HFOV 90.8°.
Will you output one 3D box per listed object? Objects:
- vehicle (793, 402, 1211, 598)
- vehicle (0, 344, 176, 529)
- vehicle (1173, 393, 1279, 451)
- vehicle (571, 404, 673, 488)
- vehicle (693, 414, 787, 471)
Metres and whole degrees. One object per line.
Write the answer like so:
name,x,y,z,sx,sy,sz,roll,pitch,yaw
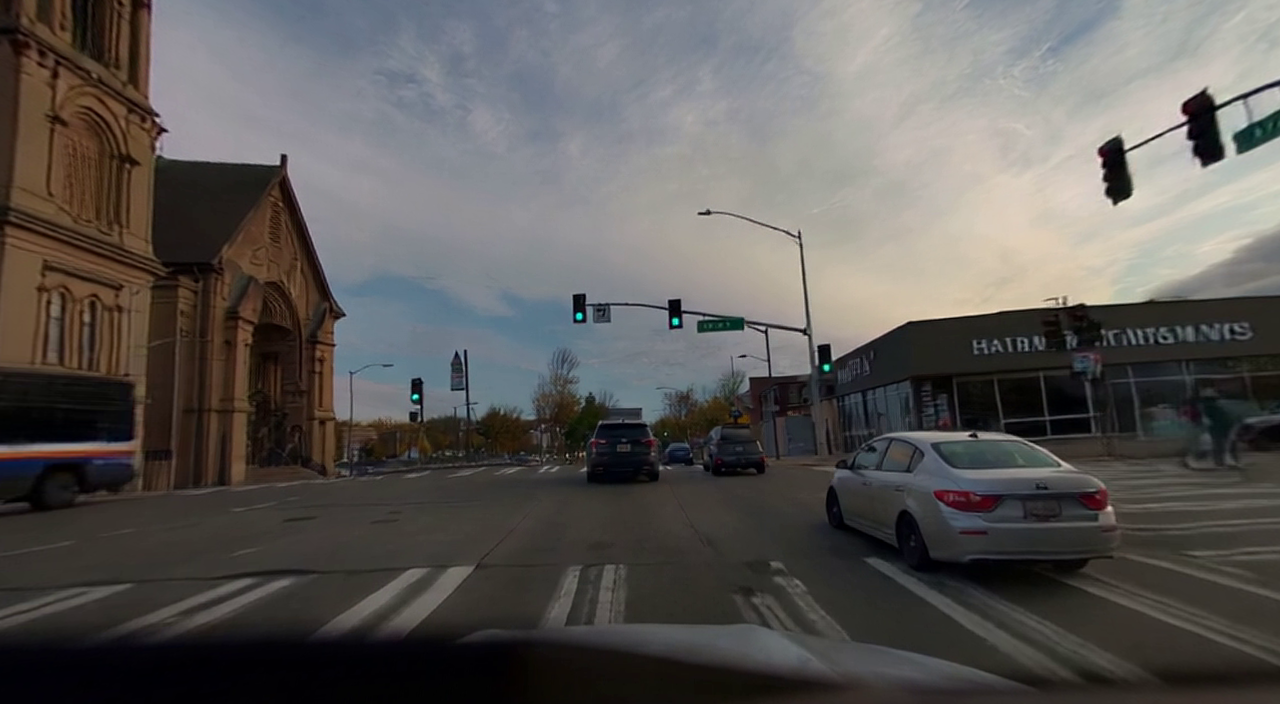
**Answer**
vehicle,3.322,1.451,7.099,1.883,1.472,4.471,0,-8,-3
vehicle,-14.756,1.786,13.389,3.126,3.773,8.662,0,-8,0
vehicle,17.429,1.929,17.103,4.391,1.484,1.763,0,-9,-2
vehicle,-0.494,2.305,15.550,2.168,1.776,4.135,1,-8,-3
vehicle,2.829,2.703,18.847,1.890,1.491,4.166,0,-8,-3
